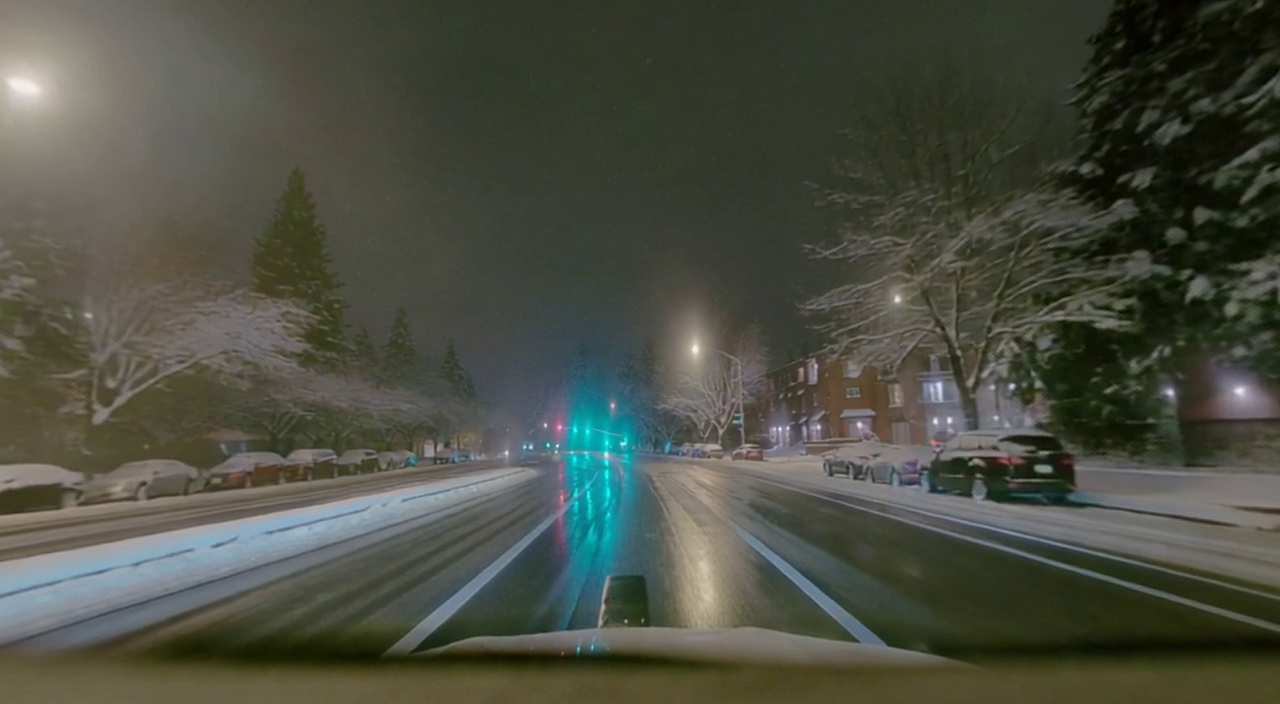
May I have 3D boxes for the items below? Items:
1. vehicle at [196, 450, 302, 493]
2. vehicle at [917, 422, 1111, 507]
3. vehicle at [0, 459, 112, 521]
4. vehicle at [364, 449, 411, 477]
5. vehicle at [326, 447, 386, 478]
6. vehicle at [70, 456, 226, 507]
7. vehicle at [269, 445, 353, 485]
[{"bbox_3d":[-17.182,5.221,27.993,1.859,1.694,4.638,0,-9,-2],"label":"vehicle"},{"bbox_3d":[9.934,3.046,17.423,2.091,1.962,5.091,1,-9,-2],"label":"vehicle"},{"bbox_3d":[-17.084,3.695,17.022,1.891,1.474,4.437,-1,-9,-2],"label":"vehicle"},{"bbox_3d":[-18.022,7.894,45.123,1.802,1.477,4.648,-3,-6,-5],"label":"vehicle"},{"bbox_3d":[-17.816,6.917,39.753,1.883,1.775,4.466,0,-9,-3],"label":"vehicle"},{"bbox_3d":[-17.038,4.461,22.200,1.807,1.466,4.693,-1,-9,-1],"label":"vehicle"},{"bbox_3d":[-17.513,5.996,33.878,2.099,1.917,4.720,0,-9,-3],"label":"vehicle"}]
